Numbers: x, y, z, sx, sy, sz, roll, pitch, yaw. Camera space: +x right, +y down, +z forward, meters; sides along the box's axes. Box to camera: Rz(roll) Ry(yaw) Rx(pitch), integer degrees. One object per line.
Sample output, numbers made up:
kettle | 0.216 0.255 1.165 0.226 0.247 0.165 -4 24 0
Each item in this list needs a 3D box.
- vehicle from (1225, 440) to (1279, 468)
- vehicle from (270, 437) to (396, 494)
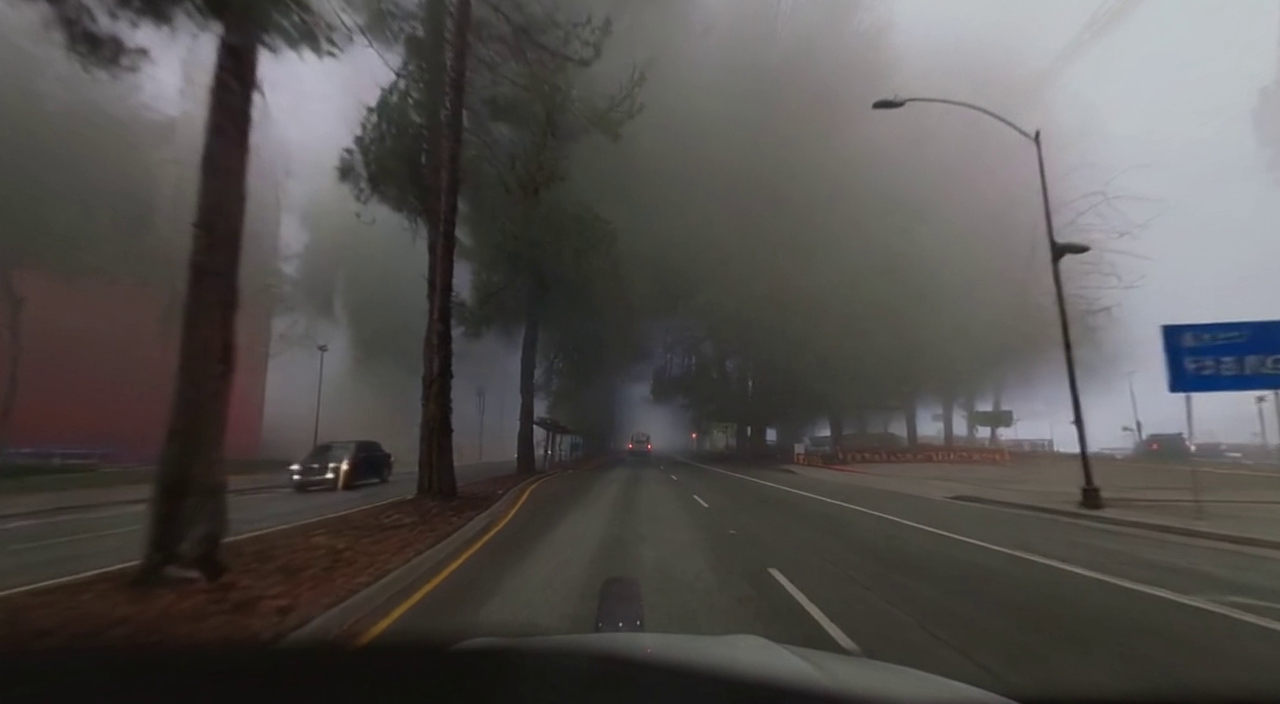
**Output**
vehicle | 38.412 6.264 38.945 1.825 1.627 4.293 -3 -9 20
vehicle | -10.968 4.077 23.099 2.112 1.809 4.921 0 -9 0
